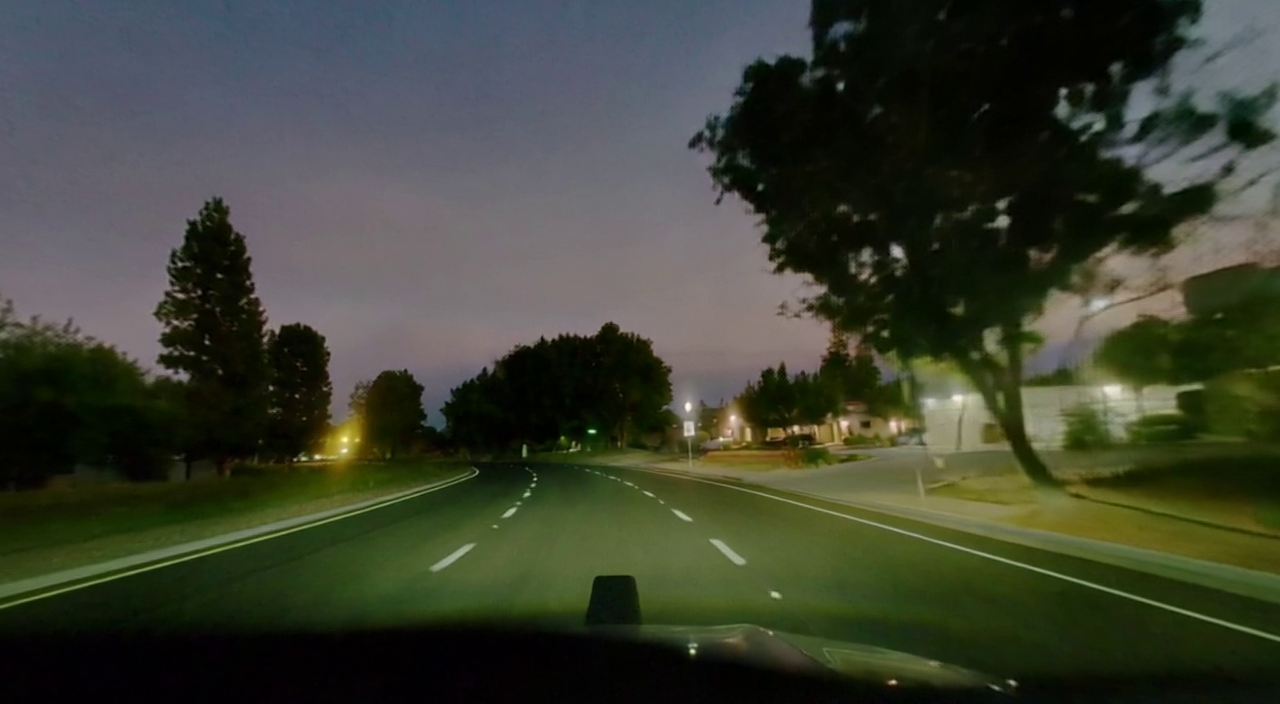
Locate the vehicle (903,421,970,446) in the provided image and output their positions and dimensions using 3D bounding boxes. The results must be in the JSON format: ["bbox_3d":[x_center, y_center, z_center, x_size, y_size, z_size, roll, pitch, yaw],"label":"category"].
[{"bbox_3d":[22.320,6.128,47.550,4.370,1.533,2.033,0,-9,-26],"label":"vehicle"}]

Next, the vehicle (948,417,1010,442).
[{"bbox_3d":[24.501,5.629,45.619,4.147,1.680,2.441,7,-11,-40],"label":"vehicle"}]
